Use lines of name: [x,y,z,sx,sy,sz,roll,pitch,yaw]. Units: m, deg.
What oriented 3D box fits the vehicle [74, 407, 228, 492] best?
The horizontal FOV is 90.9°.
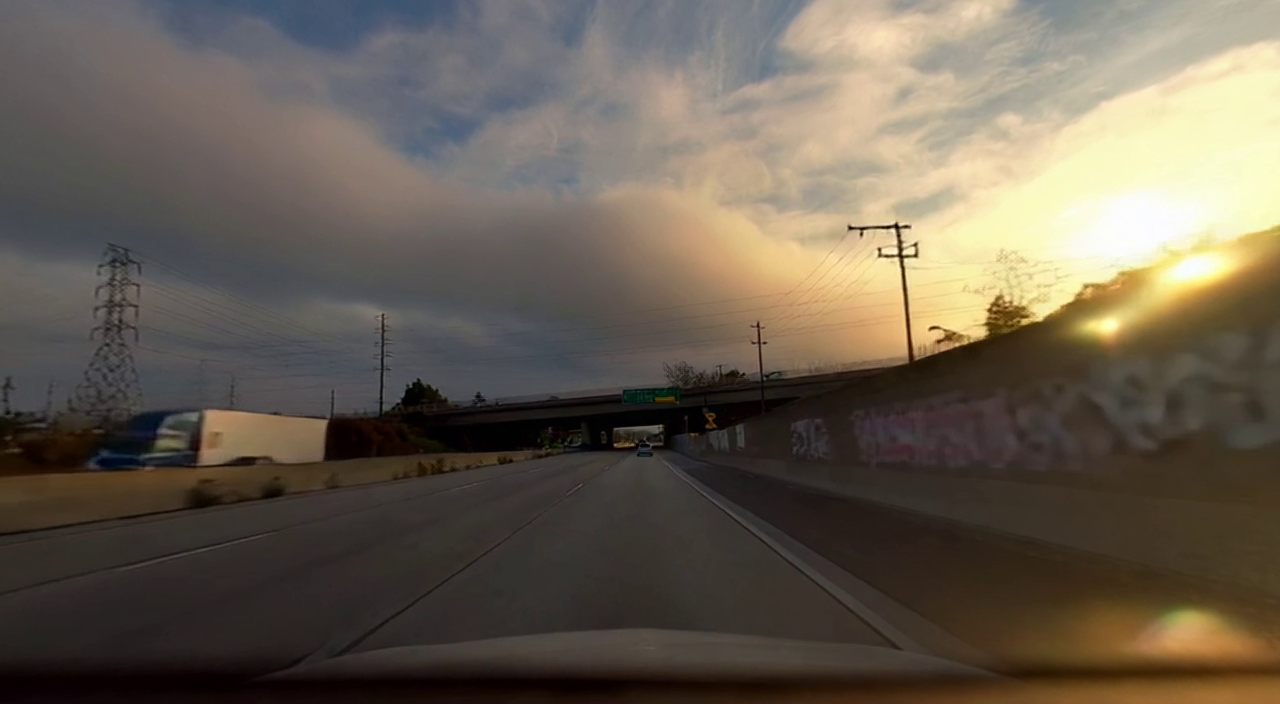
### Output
vehicle: [-24.879,5.013,32.550,2.975,3.919,5.951,0,-9,-1]
